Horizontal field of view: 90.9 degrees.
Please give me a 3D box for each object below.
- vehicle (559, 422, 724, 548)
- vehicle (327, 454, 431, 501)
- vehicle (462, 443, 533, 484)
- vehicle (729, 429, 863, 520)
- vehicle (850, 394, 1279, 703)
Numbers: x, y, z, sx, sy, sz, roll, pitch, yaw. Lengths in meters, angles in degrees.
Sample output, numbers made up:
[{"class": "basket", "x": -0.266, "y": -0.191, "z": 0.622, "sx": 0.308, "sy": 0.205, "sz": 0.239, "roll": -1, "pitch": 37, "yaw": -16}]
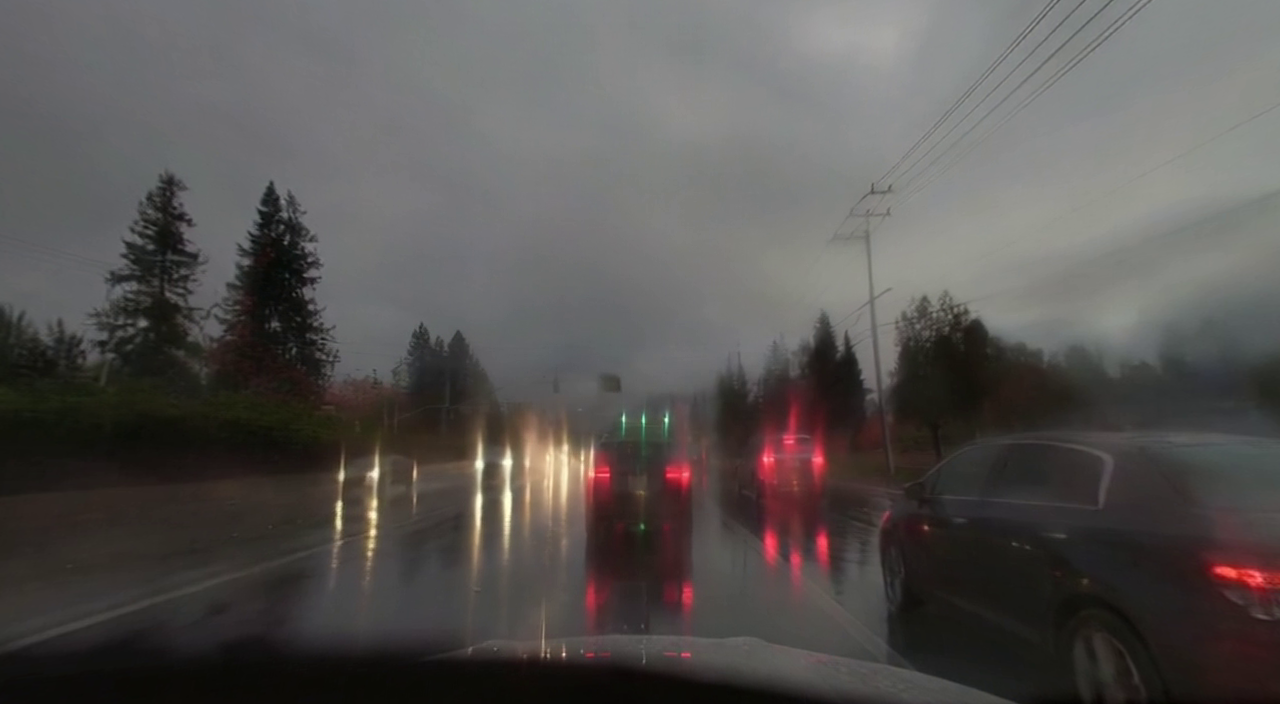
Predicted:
[{"class": "vehicle", "x": 0.036, "y": 2.089, "z": 10.556, "sx": 2.200, "sy": 1.653, "sz": 4.127, "roll": 0, "pitch": -8, "yaw": 1}, {"class": "vehicle", "x": -9.319, "y": 4.494, "z": 22.930, "sx": 1.854, "sy": 1.459, "sz": 4.288, "roll": -1, "pitch": -8, "yaw": 1}, {"class": "vehicle", "x": -6.436, "y": 5.084, "z": 29.026, "sx": 2.218, "sy": 1.722, "sz": 4.397, "roll": 0, "pitch": -8, "yaw": 1}, {"class": "vehicle", "x": 3.238, "y": 2.613, "z": 13.998, "sx": 1.914, "sy": 1.698, "sz": 4.049, "roll": 0, "pitch": -8, "yaw": 0}, {"class": "vehicle", "x": 2.865, "y": 1.117, "z": 3.505, "sx": 1.950, "sy": 1.487, "sz": 4.275, "roll": 0, "pitch": -8, "yaw": 1}]
